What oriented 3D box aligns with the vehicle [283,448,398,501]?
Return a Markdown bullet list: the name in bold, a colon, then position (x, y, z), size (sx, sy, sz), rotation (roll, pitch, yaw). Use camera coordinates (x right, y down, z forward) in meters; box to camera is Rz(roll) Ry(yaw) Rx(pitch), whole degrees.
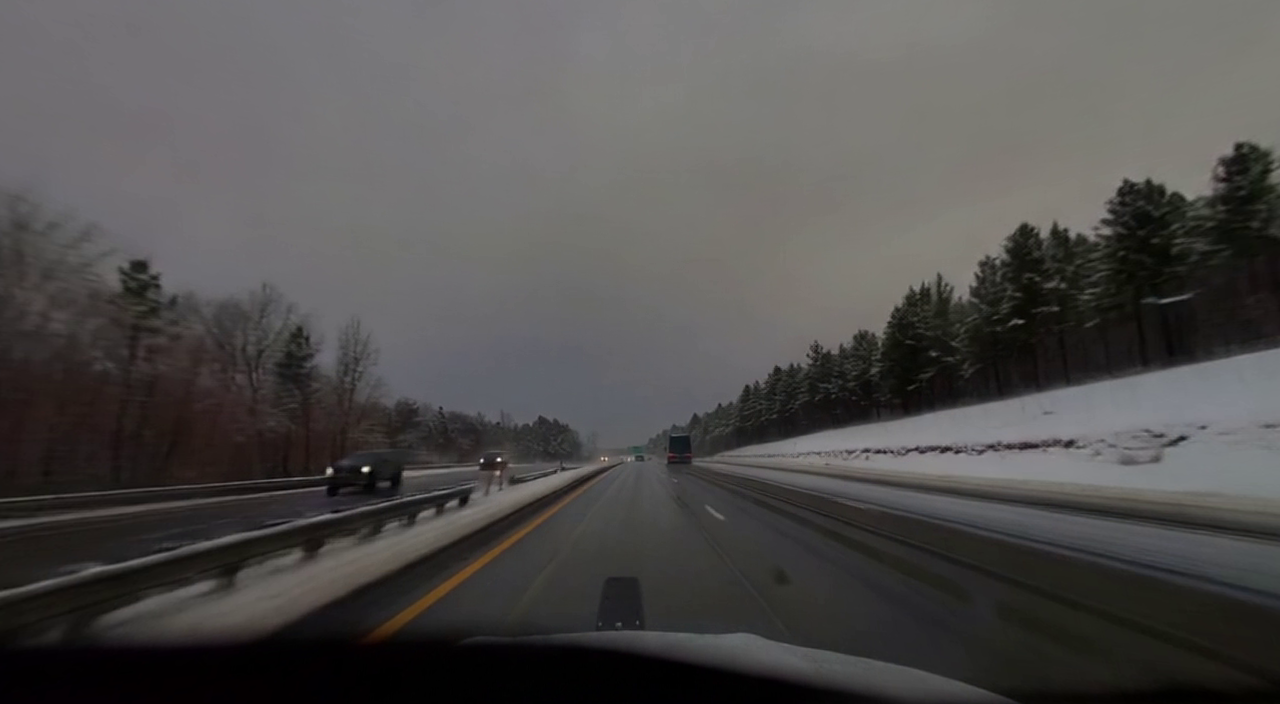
- **vehicle**: position (-11.854, 4.832, 25.491), size (2.086, 1.888, 5.105), rotation (0, -9, 0)
